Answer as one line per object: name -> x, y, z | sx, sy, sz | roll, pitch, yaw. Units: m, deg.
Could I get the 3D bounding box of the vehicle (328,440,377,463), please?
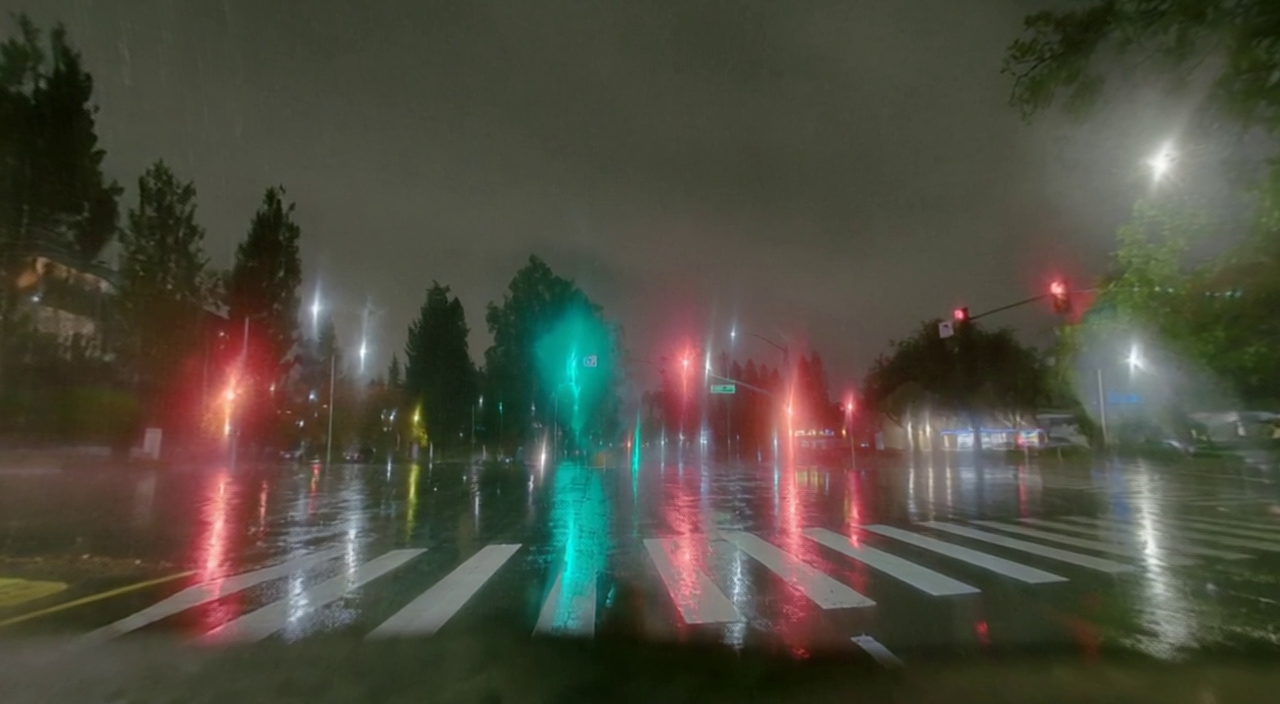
vehicle -> -22.517, 7.827, 49.744 | 2.023, 1.706, 4.756 | 1, -8, -6

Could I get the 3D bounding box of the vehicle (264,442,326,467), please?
vehicle -> -21.841, 6.477, 40.162 | 2.005, 1.496, 4.020 | 1, -9, -6
